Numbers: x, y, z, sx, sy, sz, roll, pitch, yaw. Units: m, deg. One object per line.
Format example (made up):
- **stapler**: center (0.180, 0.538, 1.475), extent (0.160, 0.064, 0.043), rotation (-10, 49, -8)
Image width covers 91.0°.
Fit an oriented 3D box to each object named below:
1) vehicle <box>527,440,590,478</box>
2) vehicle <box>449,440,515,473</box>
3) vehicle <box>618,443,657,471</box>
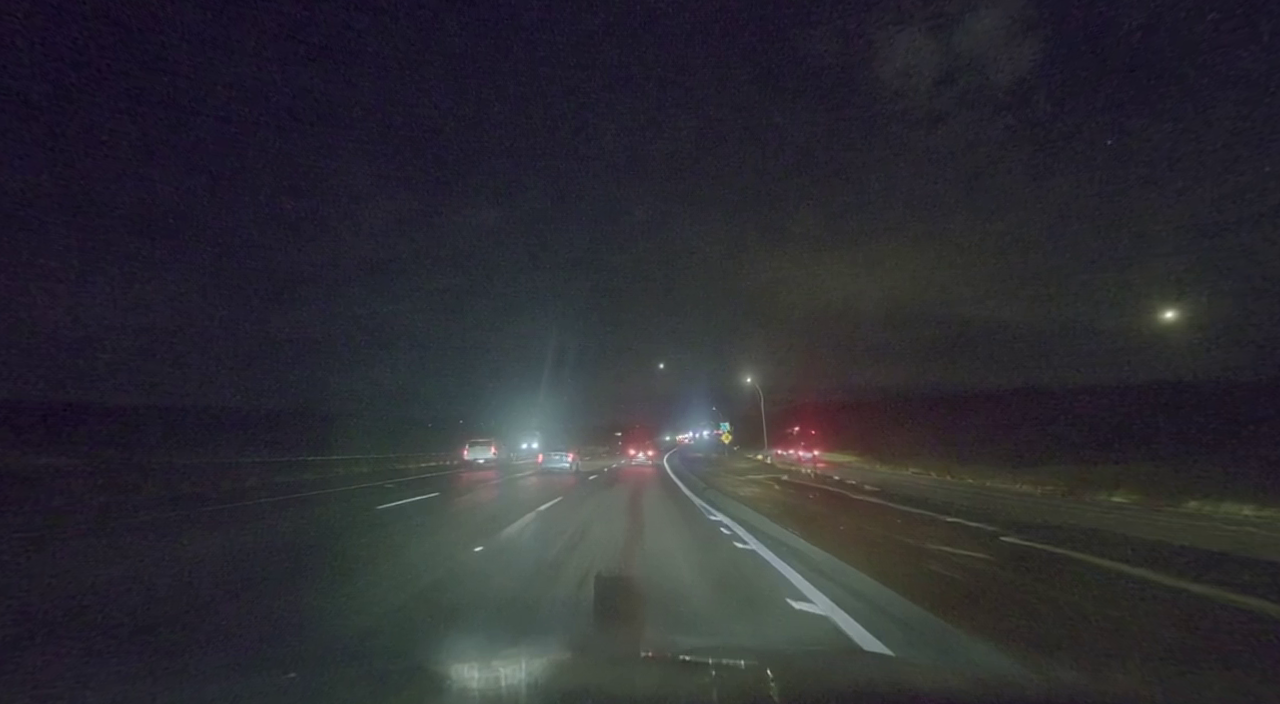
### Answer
- **vehicle**: center (-3.617, 4.857, 28.794), extent (2.129, 1.563, 4.387), rotation (0, -9, 2)
- **vehicle**: center (-7.788, 5.209, 31.516), extent (2.002, 1.543, 4.466), rotation (0, -9, 2)
- **vehicle**: center (-0.120, 6.085, 36.605), extent (2.129, 1.502, 4.321), rotation (0, -9, 1)
